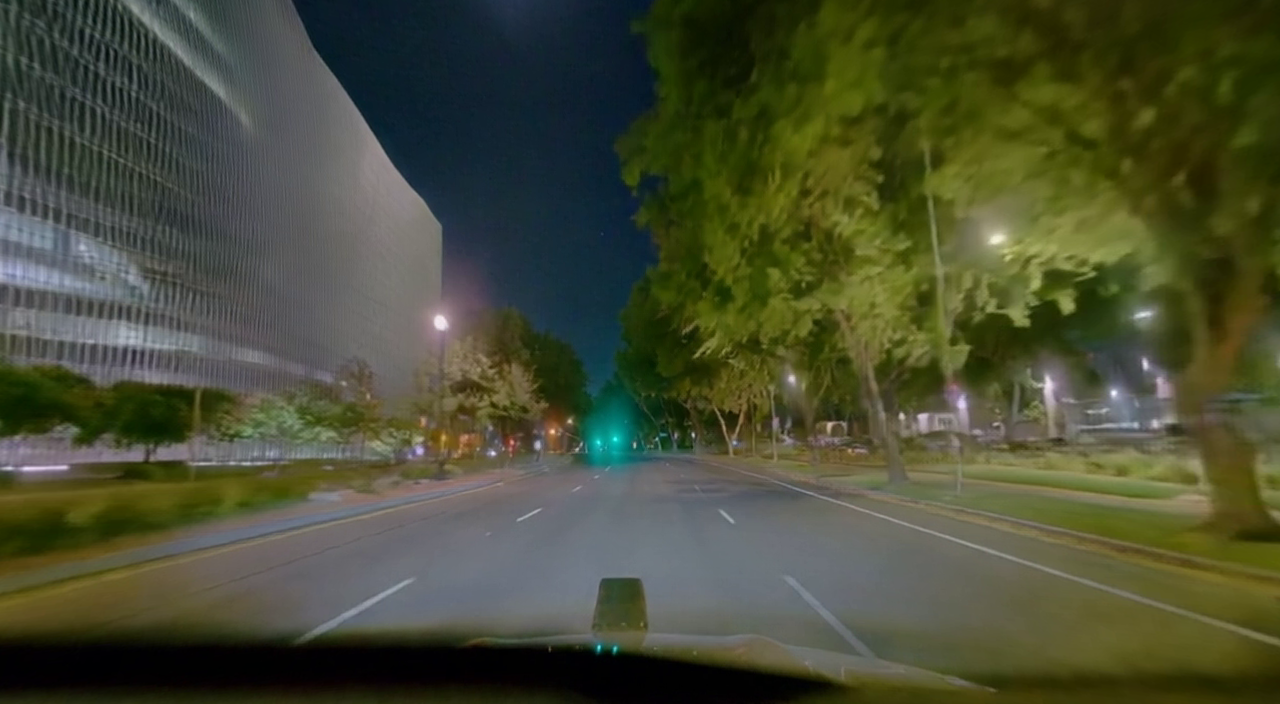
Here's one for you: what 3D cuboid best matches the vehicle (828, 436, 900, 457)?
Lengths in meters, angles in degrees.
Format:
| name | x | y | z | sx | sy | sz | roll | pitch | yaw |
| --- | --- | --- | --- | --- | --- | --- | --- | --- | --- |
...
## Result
| name | x | y | z | sx | sy | sz | roll | pitch | yaw |
| --- | --- | --- | --- | --- | --- | --- | --- | --- | --- |
| vehicle | 16.300 | 6.898 | 45.996 | 4.526 | 1.517 | 1.979 | 1 | -9 | -5 |

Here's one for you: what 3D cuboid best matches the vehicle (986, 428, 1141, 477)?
| name | x | y | z | sx | sy | sz | roll | pitch | yaw |
| --- | --- | --- | --- | --- | --- | --- | --- | --- | --- |
| vehicle | 15.664 | 3.738 | 23.517 | 4.198 | 1.552 | 2.087 | -2 | -9 | 0 |

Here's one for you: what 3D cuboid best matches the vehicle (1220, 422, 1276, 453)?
| name | x | y | z | sx | sy | sz | roll | pitch | yaw |
| --- | --- | --- | --- | --- | --- | --- | --- | --- | --- |
| vehicle | 35.167 | 4.968 | 36.527 | 1.924 | 1.636 | 4.297 | -6 | -10 | 40 |
